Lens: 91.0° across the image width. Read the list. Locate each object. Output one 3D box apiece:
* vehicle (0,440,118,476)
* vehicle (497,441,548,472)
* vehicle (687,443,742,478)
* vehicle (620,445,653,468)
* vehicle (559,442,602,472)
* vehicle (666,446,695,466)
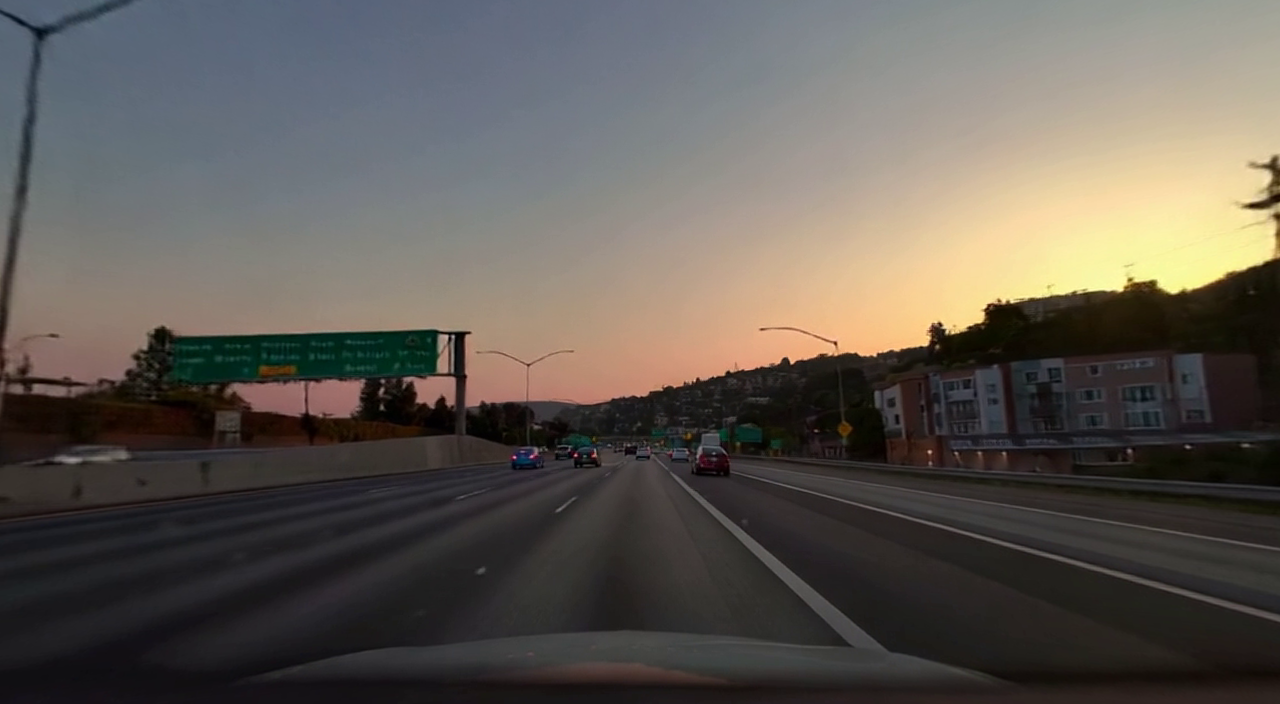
[{"bbox_3d":[-30.156,5.453,32.739,1.906,1.695,4.696,0,-9,0],"label":"vehicle"},{"bbox_3d":[-6.943,6.194,37.661,2.112,1.721,4.381,0,-8,1],"label":"vehicle"},{"bbox_3d":[3.481,5.178,30.311,2.077,1.527,4.553,0,-9,0],"label":"vehicle"},{"bbox_3d":[-0.218,7.189,43.568,2.166,1.496,4.158,0,-8,0],"label":"vehicle"},{"bbox_3d":[-3.450,6.164,37.226,2.091,1.664,4.157,0,-8,0],"label":"vehicle"},{"bbox_3d":[3.167,8.205,49.959,2.036,1.517,4.256,0,-9,0],"label":"vehicle"}]
